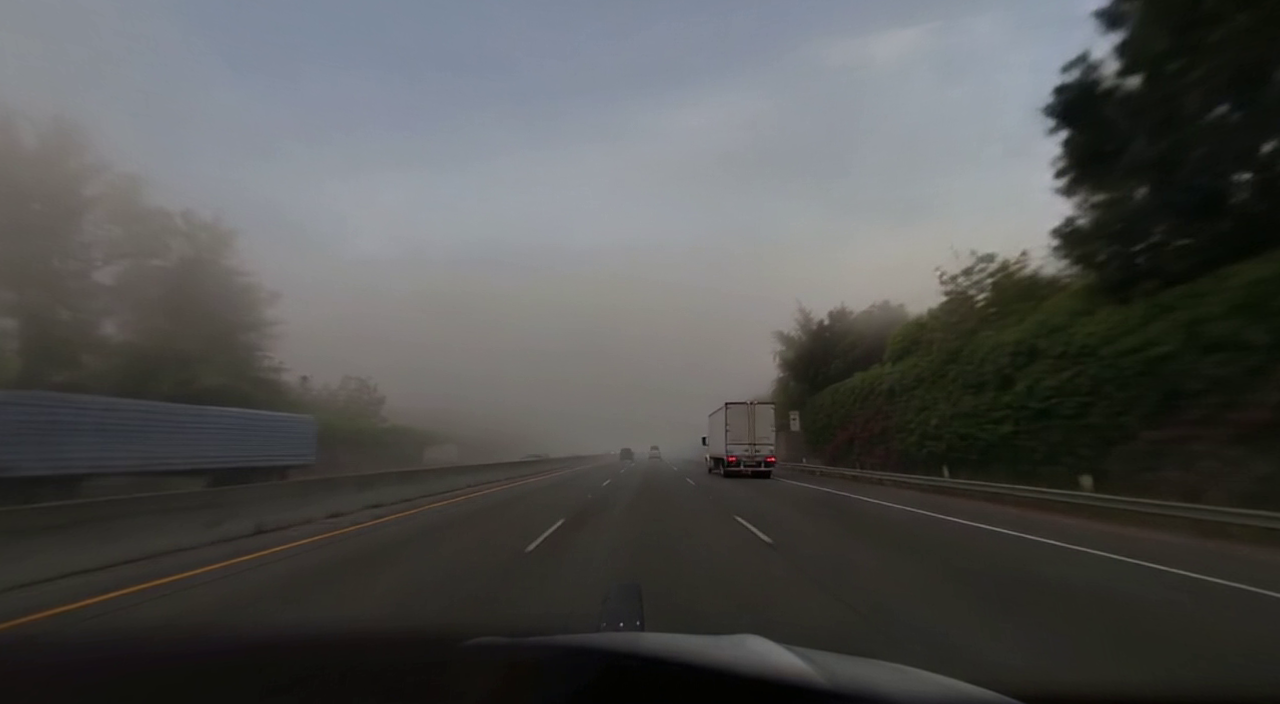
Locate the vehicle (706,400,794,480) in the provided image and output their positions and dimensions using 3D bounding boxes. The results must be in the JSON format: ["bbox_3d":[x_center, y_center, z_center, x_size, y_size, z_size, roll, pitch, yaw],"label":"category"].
[{"bbox_3d":[4.999,4.304,30.324,2.771,3.313,8.121,0,-9,0],"label":"vehicle"}]

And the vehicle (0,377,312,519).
[{"bbox_3d":[-18.985,3.796,24.511,2.892,3.841,18.063,0,-9,0],"label":"vehicle"}]
